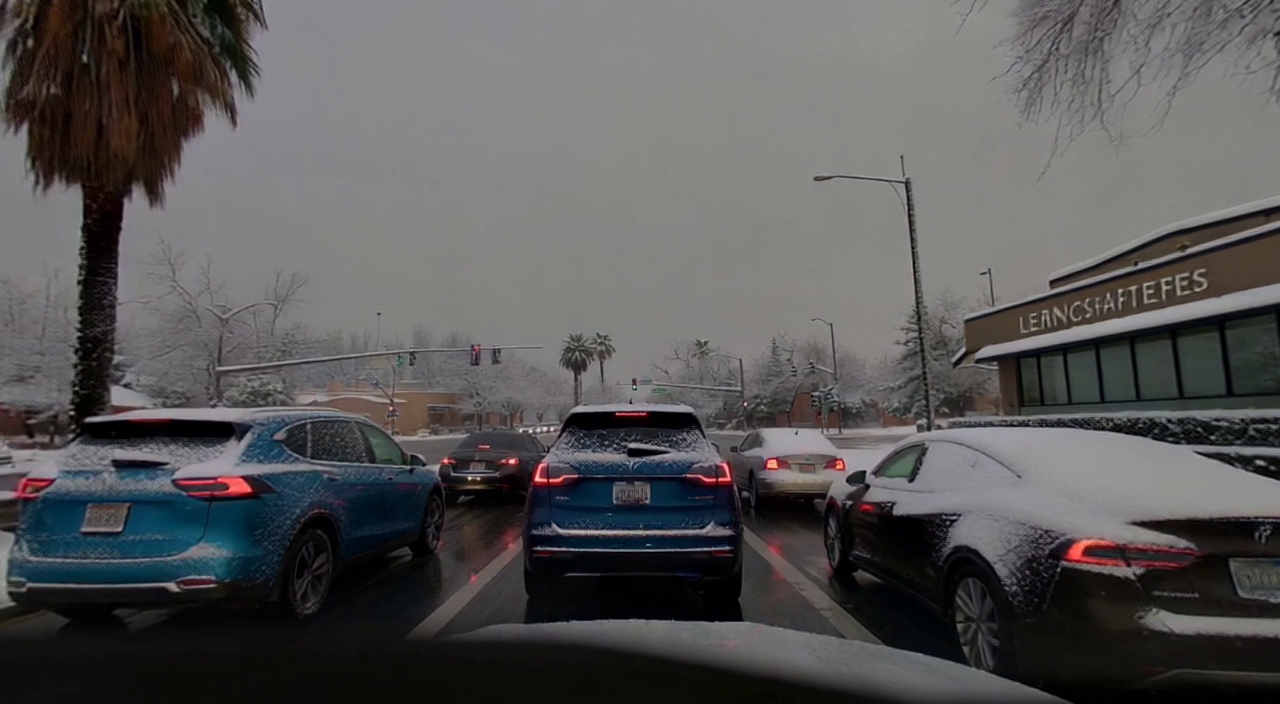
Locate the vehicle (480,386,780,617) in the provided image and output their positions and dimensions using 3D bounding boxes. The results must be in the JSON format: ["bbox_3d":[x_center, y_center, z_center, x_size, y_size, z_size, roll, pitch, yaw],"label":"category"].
[{"bbox_3d":[-0.135,1.461,7.068,2.280,1.747,4.361,0,-8,-2],"label":"vehicle"}]

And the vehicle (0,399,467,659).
[{"bbox_3d":[-3.350,1.381,6.052,2.014,1.534,4.455,0,-8,1],"label":"vehicle"}]

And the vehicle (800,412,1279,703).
[{"bbox_3d":[2.975,1.370,5.255,2.017,1.491,4.611,0,-8,-1],"label":"vehicle"}]
